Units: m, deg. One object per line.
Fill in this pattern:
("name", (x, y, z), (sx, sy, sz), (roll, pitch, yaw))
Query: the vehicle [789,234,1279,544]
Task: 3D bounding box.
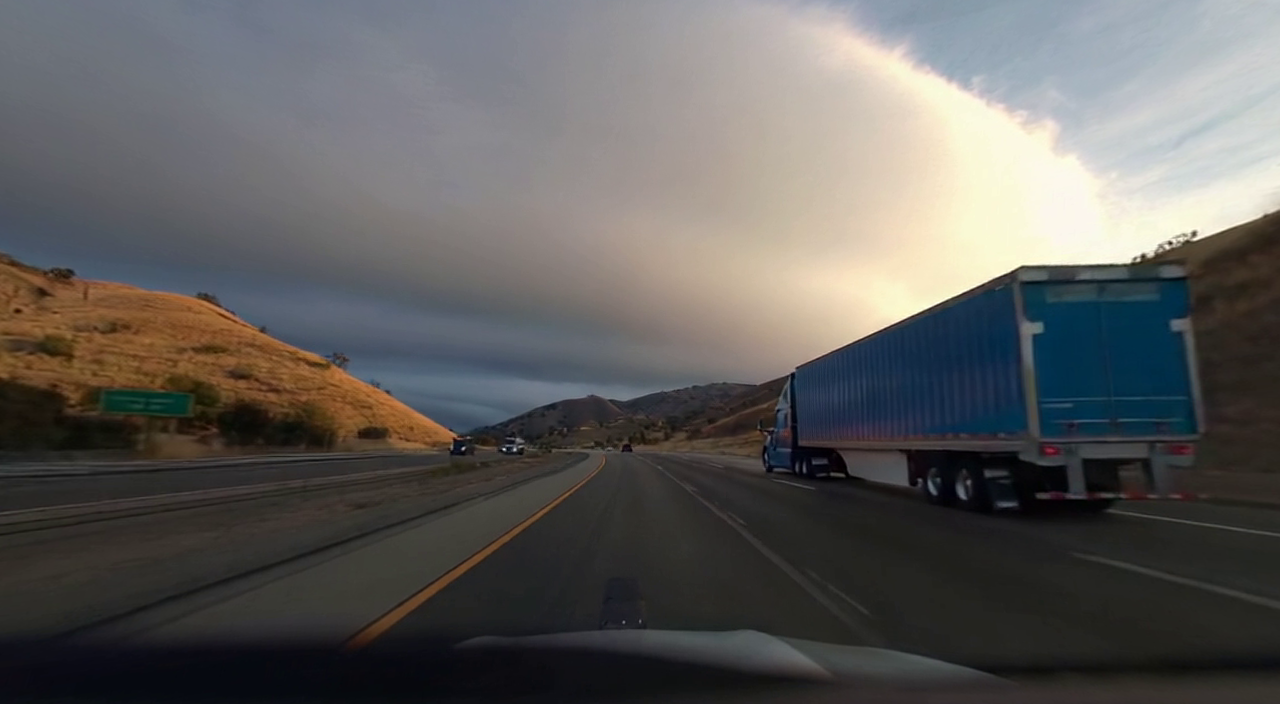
("vehicle", (7.475, 1.603, 16.586), (2.923, 4.182, 16.345), (0, -8, -1))
